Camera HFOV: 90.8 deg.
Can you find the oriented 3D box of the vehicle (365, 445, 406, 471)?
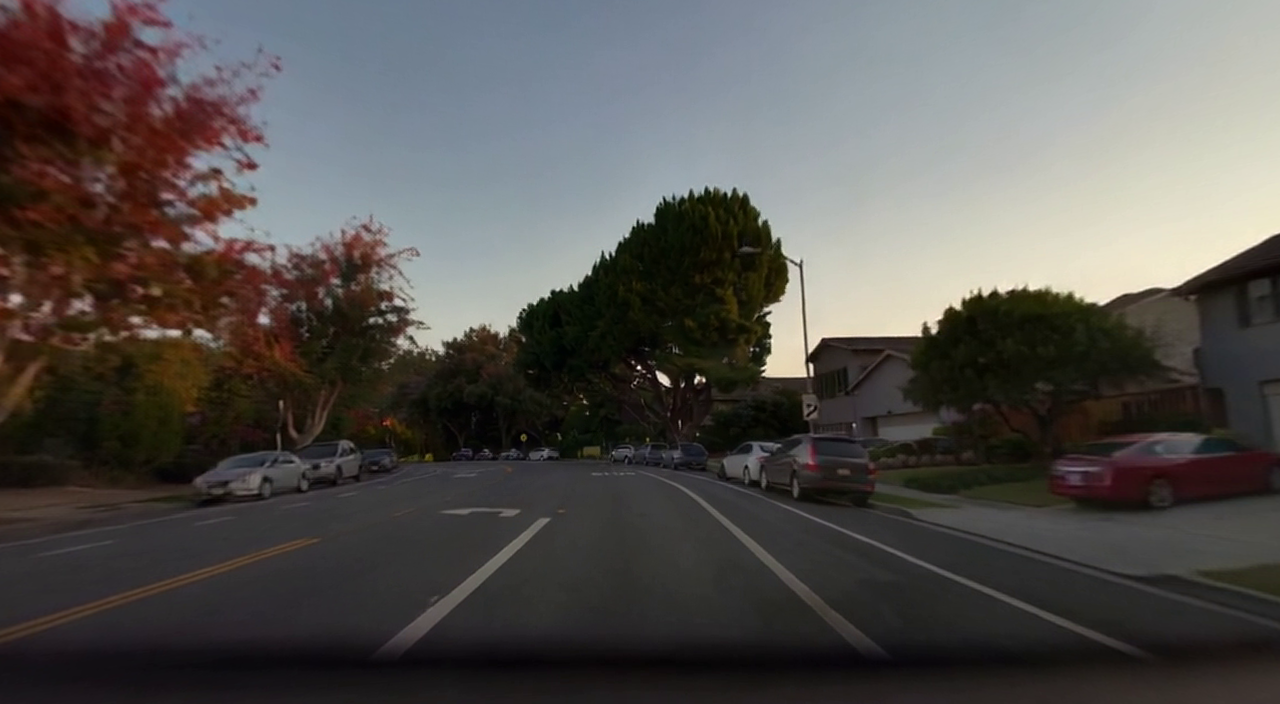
[{"bbox_3d":[-15.493,6.456,38.660,1.943,1.476,4.714,3,-9,-17],"label":"vehicle"}]

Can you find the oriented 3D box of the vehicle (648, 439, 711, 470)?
[{"bbox_3d":[2.166,5.753,35.805,2.367,1.614,4.463,3,-9,-13],"label":"vehicle"}]

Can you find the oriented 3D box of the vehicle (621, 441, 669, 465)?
[{"bbox_3d":[0.289,6.743,42.405,1.844,1.485,4.193,4,-9,-19],"label":"vehicle"}]

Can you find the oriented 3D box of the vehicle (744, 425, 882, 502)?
[{"bbox_3d":[4.451,2.966,17.172,2.184,1.770,4.651,1,-8,-4],"label":"vehicle"}]

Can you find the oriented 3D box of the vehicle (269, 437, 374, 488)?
[{"bbox_3d":[-12.481,4.324,25.187,2.107,1.810,4.708,1,-8,-6],"label":"vehicle"}]

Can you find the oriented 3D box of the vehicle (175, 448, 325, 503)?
[{"bbox_3d":[-11.970,3.783,19.857,2.012,1.478,4.661,1,-8,-4],"label":"vehicle"}]

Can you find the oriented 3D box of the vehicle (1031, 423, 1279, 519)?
[{"bbox_3d":[10.297,2.170,11.921,4.512,1.477,1.927,-2,-9,-3],"label":"vehicle"}]
